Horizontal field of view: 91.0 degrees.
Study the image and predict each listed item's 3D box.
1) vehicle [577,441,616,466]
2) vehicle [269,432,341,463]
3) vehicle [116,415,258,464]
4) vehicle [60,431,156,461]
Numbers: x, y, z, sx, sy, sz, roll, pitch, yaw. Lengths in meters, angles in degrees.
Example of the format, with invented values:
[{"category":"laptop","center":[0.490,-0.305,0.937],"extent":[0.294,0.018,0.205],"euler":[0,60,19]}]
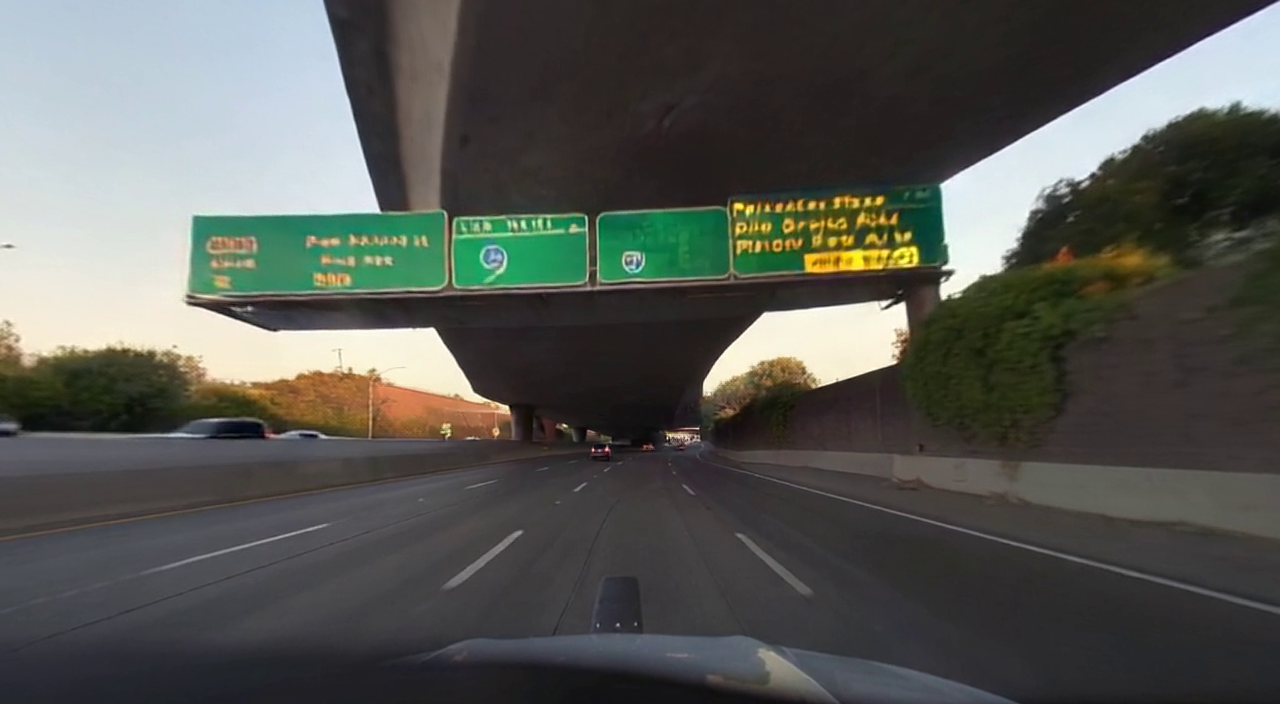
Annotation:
[{"category":"vehicle","center":[-2.842,6.777,42.169],"extent":[2.088,1.565,4.410],"euler":[0,-8,2]},{"category":"vehicle","center":[-15.744,4.506,29.775],"extent":[1.506,1.397,3.358],"euler":[0,-8,1]},{"category":"vehicle","center":[-18.923,3.728,26.669],"extent":[2.199,1.871,4.973],"euler":[0,-8,1]},{"category":"vehicle","center":[-26.319,4.663,31.281],"extent":[1.645,1.399,3.498],"euler":[0,-8,1]}]
